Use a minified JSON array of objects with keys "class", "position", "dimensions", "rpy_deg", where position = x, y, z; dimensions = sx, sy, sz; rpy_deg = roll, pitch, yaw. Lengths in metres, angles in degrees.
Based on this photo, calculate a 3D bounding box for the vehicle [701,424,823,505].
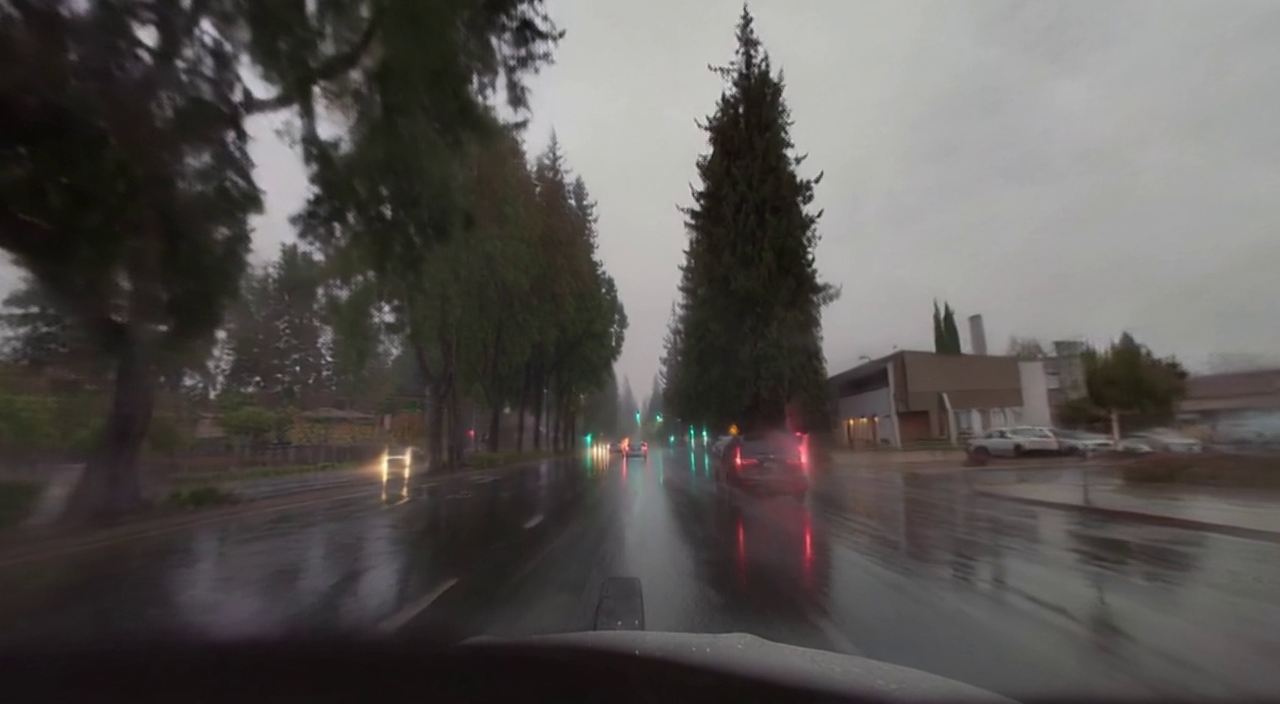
[{"class":"vehicle","position":[2.743,2.636,15.164],"dimensions":[2.022,1.656,4.025],"rpy_deg":[0,-8,-1]}]

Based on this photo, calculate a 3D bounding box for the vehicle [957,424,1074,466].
[{"class":"vehicle","position":[17.386,4.347,29.508],"dimensions":[2.131,1.782,5.183],"rpy_deg":[0,-8,-2]}]

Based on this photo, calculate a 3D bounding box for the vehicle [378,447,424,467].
[{"class":"vehicle","position":[-18.172,7.991,48.049],"dimensions":[1.865,1.452,4.504],"rpy_deg":[0,-8,-1]}]
